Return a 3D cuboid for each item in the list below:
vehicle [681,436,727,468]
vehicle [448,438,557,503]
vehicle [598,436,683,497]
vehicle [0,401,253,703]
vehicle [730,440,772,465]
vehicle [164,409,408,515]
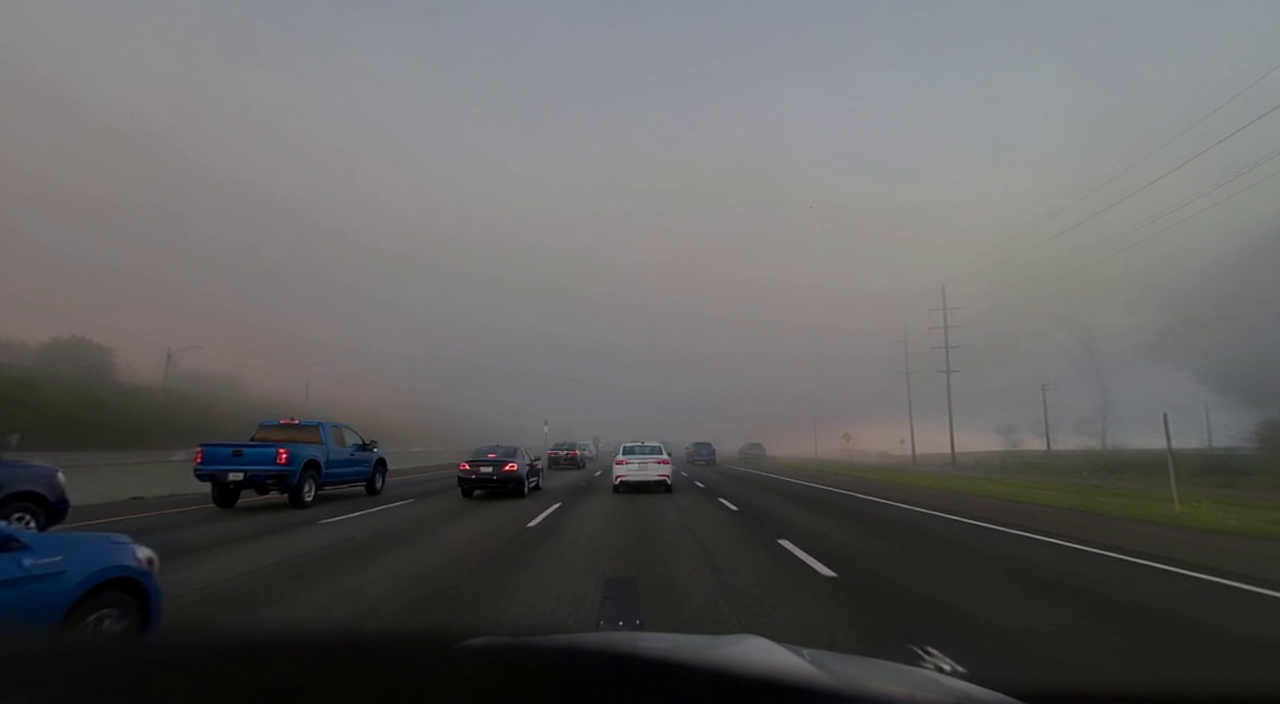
[{"bbox_3d":[3.787,6.056,38.552,2.113,1.800,5.376,0,-8,-2],"label":"vehicle"},{"bbox_3d":[-3.367,2.978,16.323,1.899,1.437,4.131,0,-8,0],"label":"vehicle"},{"bbox_3d":[-0.014,3.181,18.009,2.102,1.499,4.439,0,-8,-1],"label":"vehicle"},{"bbox_3d":[-3.637,0.849,1.895,1.955,1.481,4.604,0,-8,1],"label":"vehicle"},{"bbox_3d":[7.742,7.039,44.460,1.969,1.608,4.865,0,-8,-1],"label":"vehicle"},{"bbox_3d":[-7.541,2.433,14.444,2.194,1.922,5.637,0,-8,1],"label":"vehicle"}]
